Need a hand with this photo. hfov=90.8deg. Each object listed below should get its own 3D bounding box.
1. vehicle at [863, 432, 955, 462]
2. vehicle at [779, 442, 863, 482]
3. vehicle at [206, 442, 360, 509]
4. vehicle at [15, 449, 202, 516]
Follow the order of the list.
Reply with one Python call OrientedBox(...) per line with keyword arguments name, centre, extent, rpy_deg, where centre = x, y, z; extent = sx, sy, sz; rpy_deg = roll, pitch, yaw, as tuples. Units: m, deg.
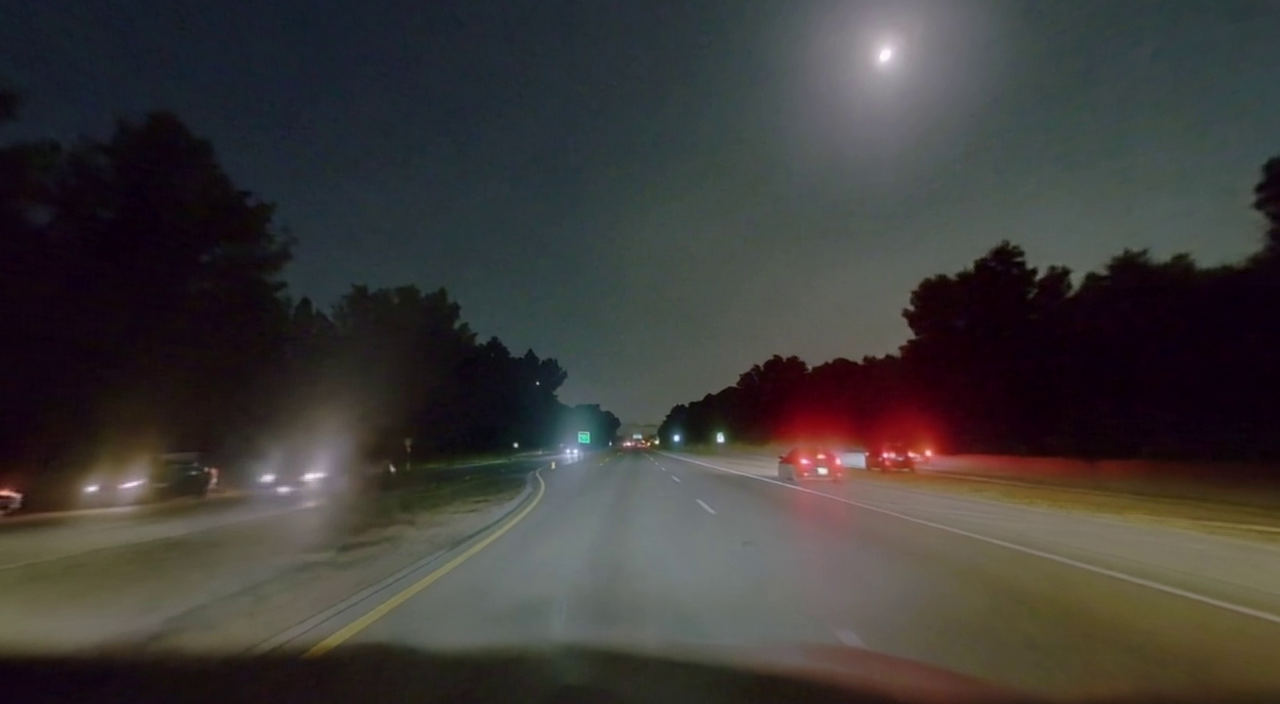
OrientedBox(name="vehicle", centre=(16.626, 5.886, 39.223), extent=(4.807, 1.768, 1.947), rpy_deg=(0, -8, 2))
OrientedBox(name="vehicle", centre=(7.197, 4.409, 25.652), extent=(1.961, 1.465, 4.468), rpy_deg=(0, -8, -2))
OrientedBox(name="vehicle", centre=(-9.670, 3.326, 17.549), extent=(1.972, 1.626, 3.940), rpy_deg=(0, -8, 0))
OrientedBox(name="vehicle", centre=(-17.865, 4.327, 21.714), extent=(1.926, 1.684, 5.378), rpy_deg=(-3, -6, -1))
